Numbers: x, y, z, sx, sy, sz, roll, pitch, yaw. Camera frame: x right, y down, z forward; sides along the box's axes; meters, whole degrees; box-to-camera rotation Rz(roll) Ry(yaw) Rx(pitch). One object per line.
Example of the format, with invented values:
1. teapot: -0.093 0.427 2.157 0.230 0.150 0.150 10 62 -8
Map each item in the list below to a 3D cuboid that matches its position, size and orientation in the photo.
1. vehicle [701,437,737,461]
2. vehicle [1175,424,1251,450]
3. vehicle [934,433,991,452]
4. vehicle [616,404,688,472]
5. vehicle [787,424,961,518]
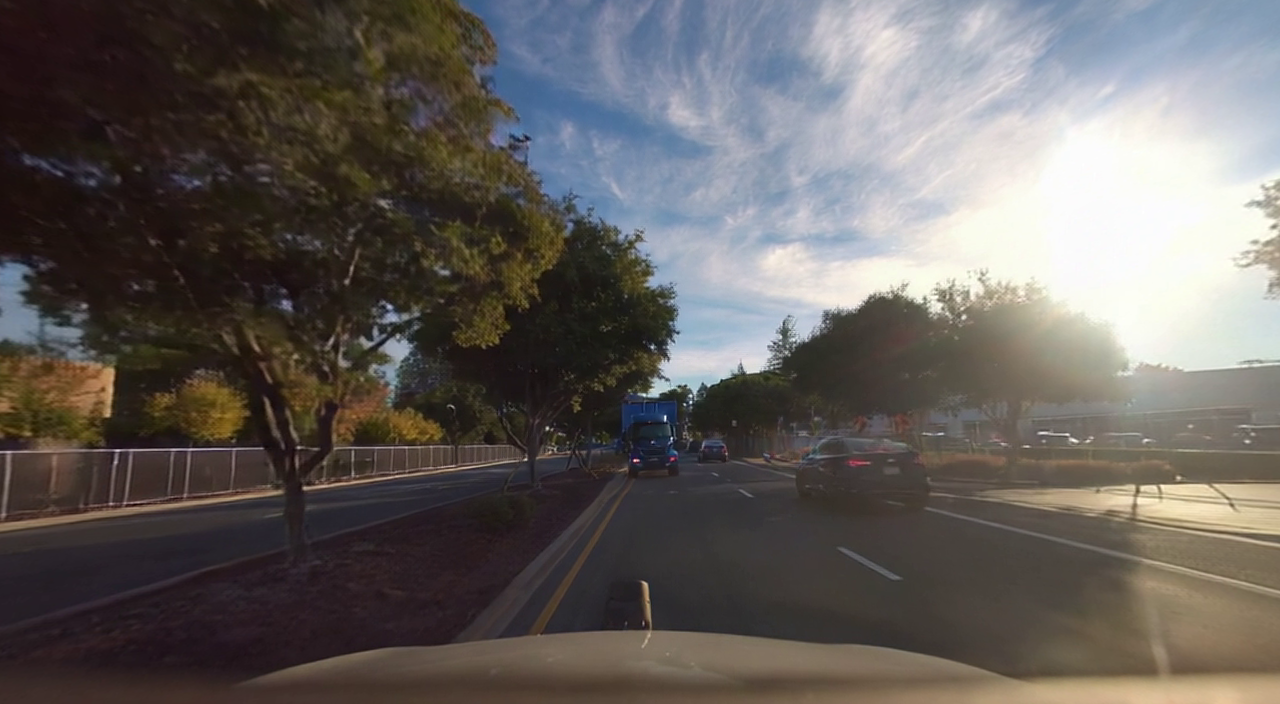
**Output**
1. vehicle: 5.729 7.103 46.257 2.151 1.662 4.543 0 -8 0
2. vehicle: 43.801 6.528 48.370 2.050 1.801 5.143 -5 -8 15
3. vehicle: 23.614 6.669 46.200 3.251 1.321 1.555 -1 -8 0
4. vehicle: 0.643 4.343 31.662 3.197 2.963 7.055 0 -8 2
5. vehicle: 4.708 2.462 13.576 2.076 1.661 4.524 0 -8 1
